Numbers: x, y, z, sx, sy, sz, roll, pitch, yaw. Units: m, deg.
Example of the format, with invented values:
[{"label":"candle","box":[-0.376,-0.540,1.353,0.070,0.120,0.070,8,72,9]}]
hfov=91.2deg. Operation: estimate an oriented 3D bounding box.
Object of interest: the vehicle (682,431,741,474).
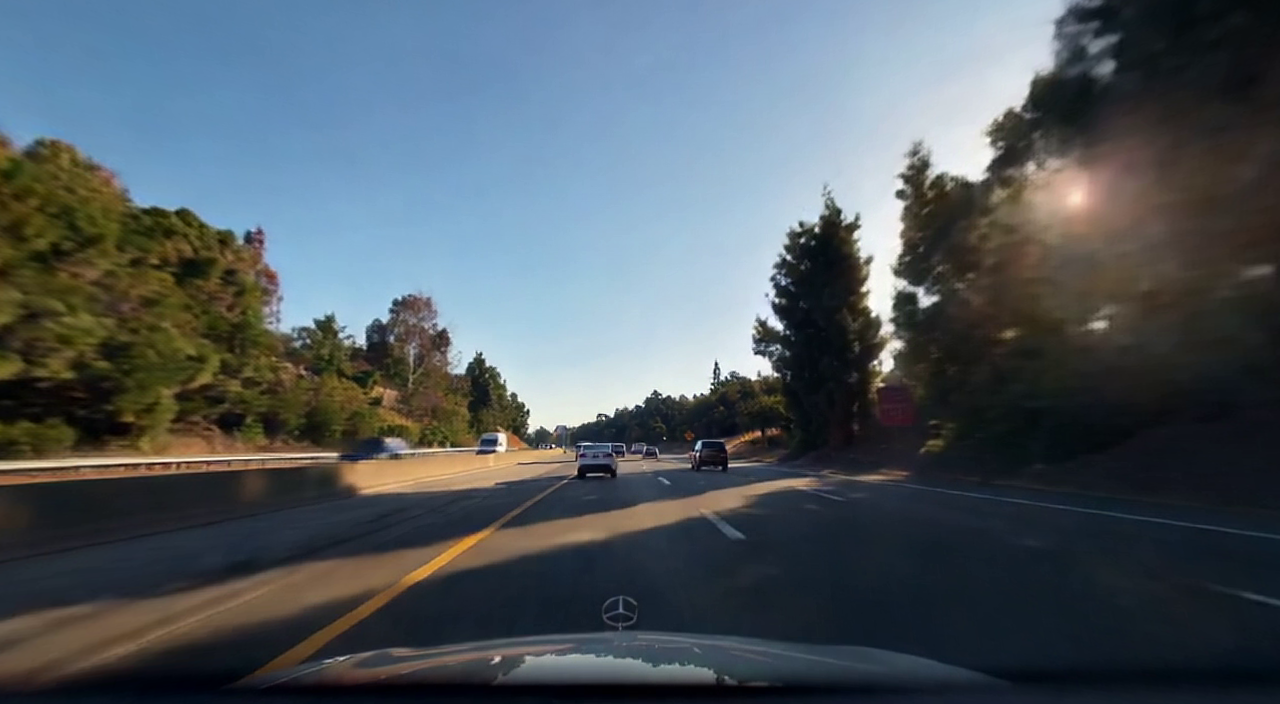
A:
[{"label":"vehicle","box":[3.394,4.921,30.764,2.179,1.930,4.538,0,-9,-2]}]

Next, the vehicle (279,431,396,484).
[{"label":"vehicle","box":[-10.050,3.552,21.264,1.913,1.603,4.233,0,-9,-1]}]

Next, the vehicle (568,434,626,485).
[{"label":"vehicle","box":[-1.507,4.011,23.584,1.963,1.711,4.284,0,-9,-1]}]
